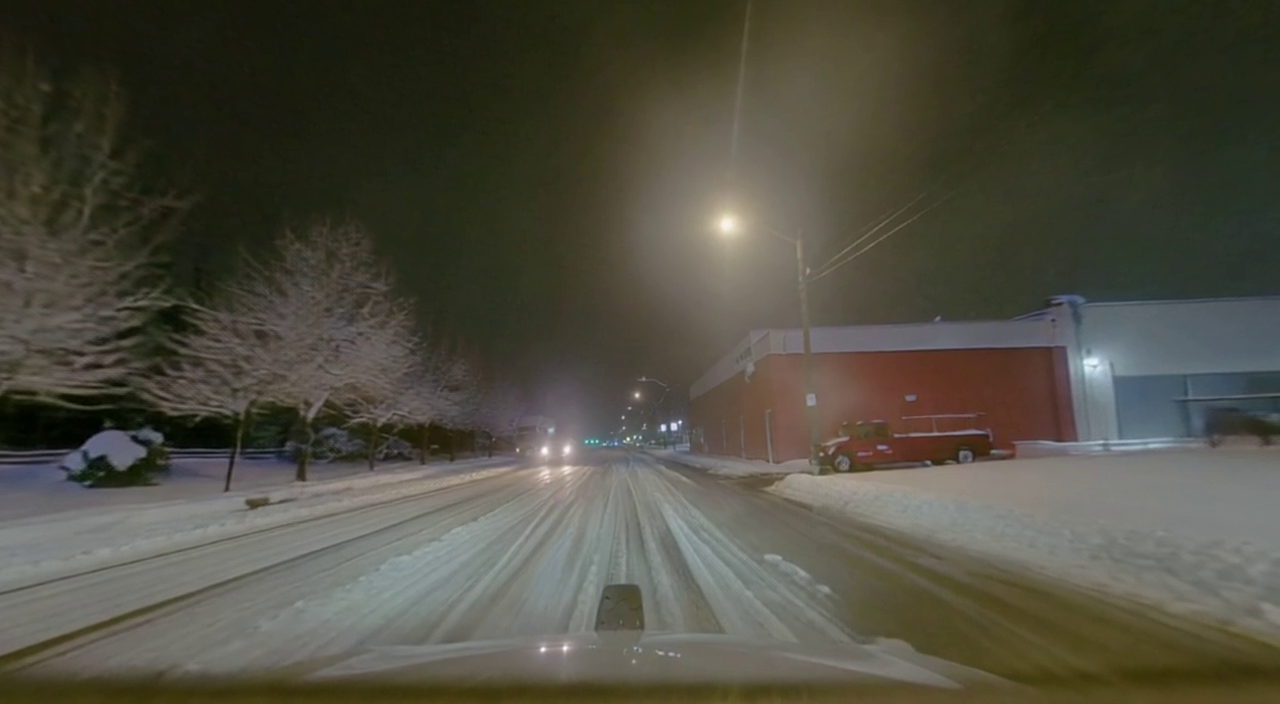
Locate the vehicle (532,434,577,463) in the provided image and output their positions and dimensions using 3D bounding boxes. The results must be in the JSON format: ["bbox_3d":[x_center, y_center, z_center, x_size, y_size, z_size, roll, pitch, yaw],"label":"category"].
[{"bbox_3d":[-6.614,7.587,49.744,2.770,2.135,6.329,0,-8,-1],"label":"vehicle"}]

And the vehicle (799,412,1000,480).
[{"bbox_3d":[10.612,3.891,26.297,7.188,2.416,2.528,-1,-8,-4],"label":"vehicle"}]
